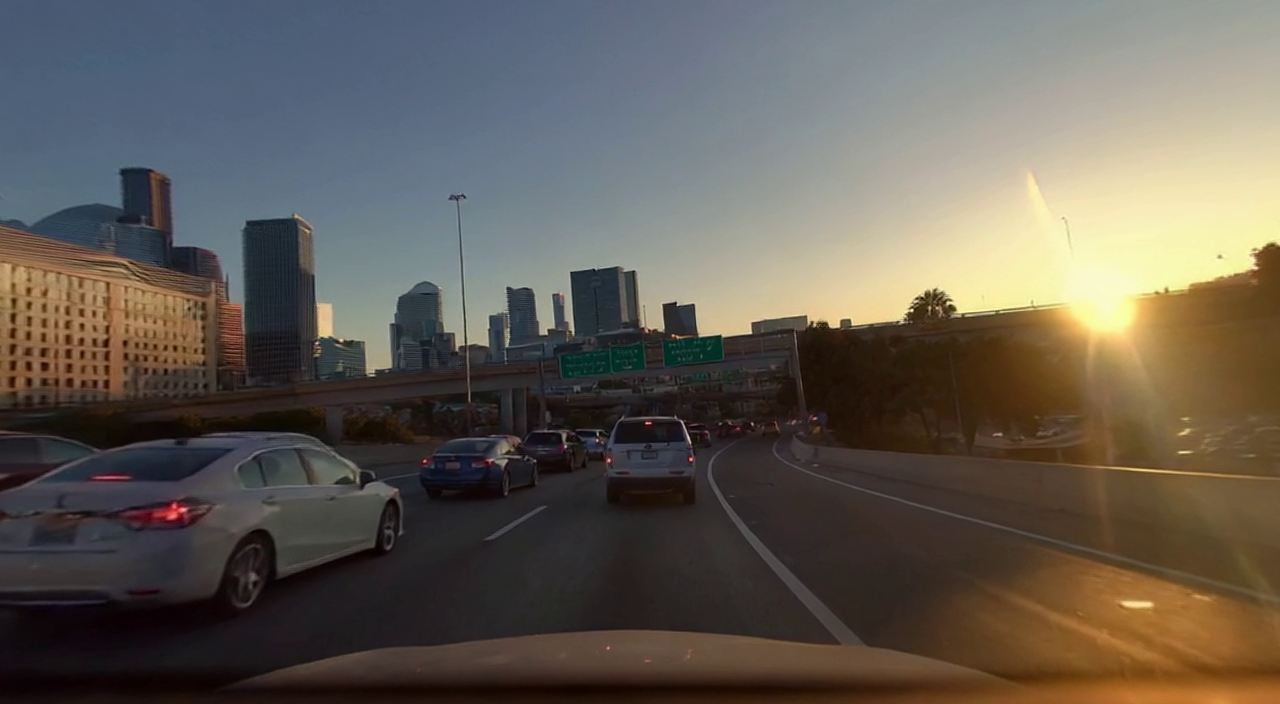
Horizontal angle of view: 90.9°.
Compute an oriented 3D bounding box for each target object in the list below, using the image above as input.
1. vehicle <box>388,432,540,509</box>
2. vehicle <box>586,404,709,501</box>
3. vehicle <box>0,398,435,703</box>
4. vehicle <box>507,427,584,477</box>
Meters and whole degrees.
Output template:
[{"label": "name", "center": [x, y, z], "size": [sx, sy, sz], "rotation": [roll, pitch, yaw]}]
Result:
[{"label": "vehicle", "center": [-3.793, 2.643, 14.526], "size": [2.087, 1.481, 4.225], "rotation": [0, -9, 3]}, {"label": "vehicle", "center": [0.254, 2.583, 16.455], "size": [2.616, 2.063, 5.933], "rotation": [0, -9, 2]}, {"label": "vehicle", "center": [-3.645, 1.330, 5.309], "size": [1.998, 1.494, 5.020], "rotation": [0, -9, 2]}, {"label": "vehicle", "center": [-3.479, 3.820, 24.150], "size": [1.953, 1.729, 4.377], "rotation": [0, -9, 4]}]
